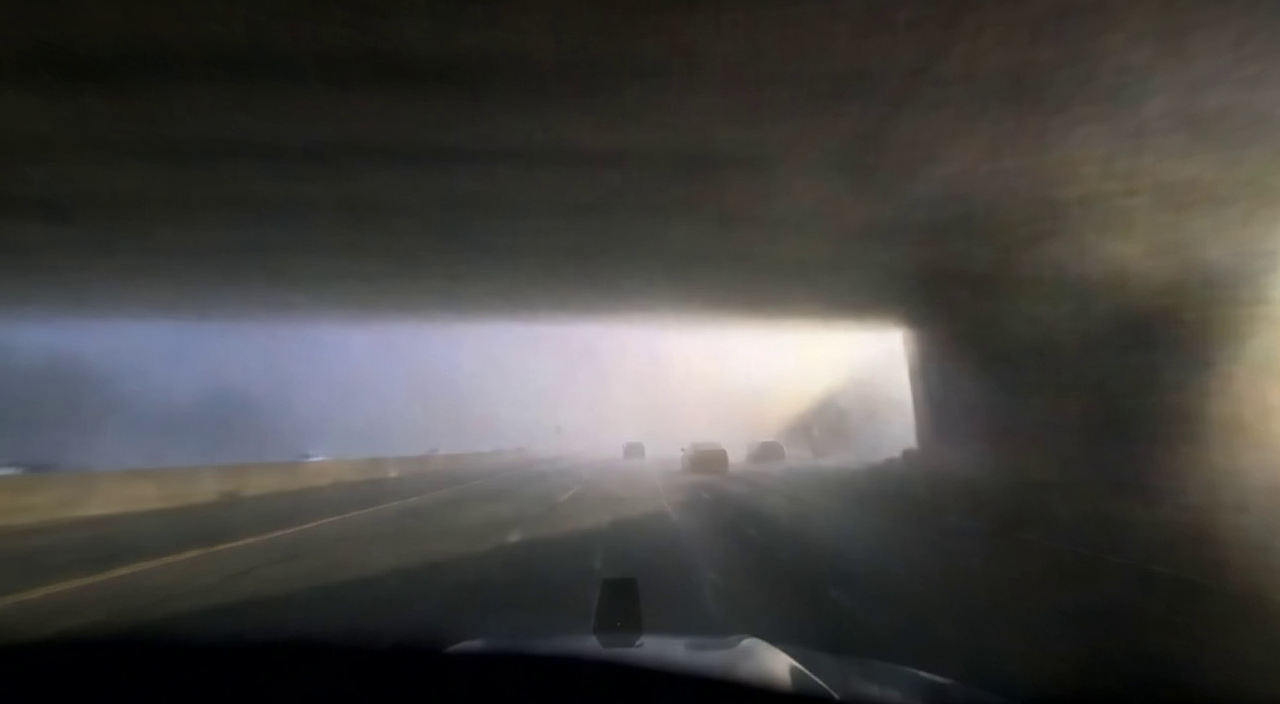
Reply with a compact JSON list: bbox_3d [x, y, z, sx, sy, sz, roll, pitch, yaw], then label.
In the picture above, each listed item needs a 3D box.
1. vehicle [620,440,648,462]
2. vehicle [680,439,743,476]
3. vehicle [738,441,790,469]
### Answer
[{"bbox_3d":[-0.488,7.422,47.369,2.029,1.595,4.207,0,-8,-1],"label":"vehicle"},{"bbox_3d":[3.025,4.606,27.775,2.076,1.472,4.562,0,-9,-2],"label":"vehicle"},{"bbox_3d":[6.973,5.849,36.056,1.946,1.497,4.467,0,-9,-2],"label":"vehicle"}]
